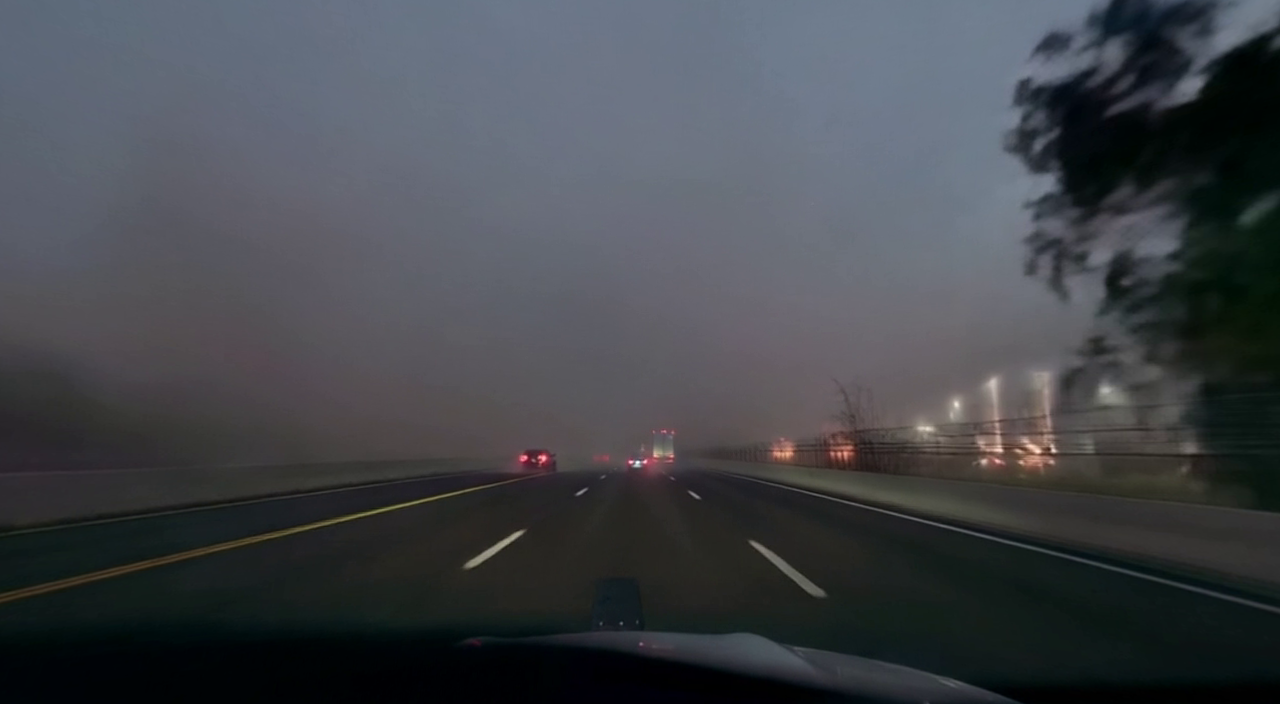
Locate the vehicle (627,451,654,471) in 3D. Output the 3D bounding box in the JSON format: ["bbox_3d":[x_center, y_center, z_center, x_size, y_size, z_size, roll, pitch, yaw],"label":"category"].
[{"bbox_3d":[0.003,8.617,49.836,2.033,1.465,3.775,0,-9,0],"label":"vehicle"}]

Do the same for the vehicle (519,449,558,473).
[{"bbox_3d":[-7.447,8.078,46.884,2.123,1.671,4.579,-1,-9,1],"label":"vehicle"}]

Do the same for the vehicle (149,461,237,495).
[{"bbox_3d":[-20.324,5.700,28.871,1.636,1.361,3.409,0,-9,-3],"label":"vehicle"}]
